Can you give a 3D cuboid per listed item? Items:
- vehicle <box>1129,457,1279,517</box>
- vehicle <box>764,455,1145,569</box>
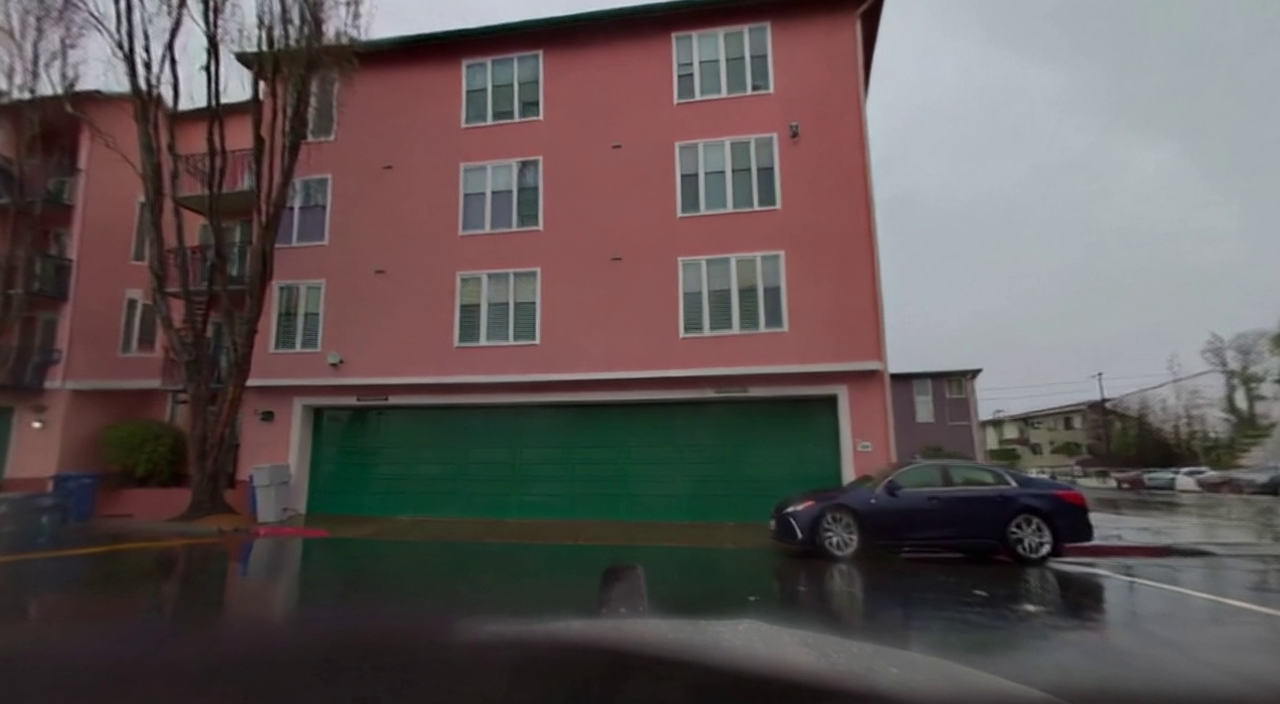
[{"bbox_3d":[19.087,4.326,20.440,4.438,1.776,2.182,-2,-9,9],"label":"vehicle"},{"bbox_3d":[4.306,2.280,9.448,4.697,1.444,1.825,-1,-9,8],"label":"vehicle"}]
